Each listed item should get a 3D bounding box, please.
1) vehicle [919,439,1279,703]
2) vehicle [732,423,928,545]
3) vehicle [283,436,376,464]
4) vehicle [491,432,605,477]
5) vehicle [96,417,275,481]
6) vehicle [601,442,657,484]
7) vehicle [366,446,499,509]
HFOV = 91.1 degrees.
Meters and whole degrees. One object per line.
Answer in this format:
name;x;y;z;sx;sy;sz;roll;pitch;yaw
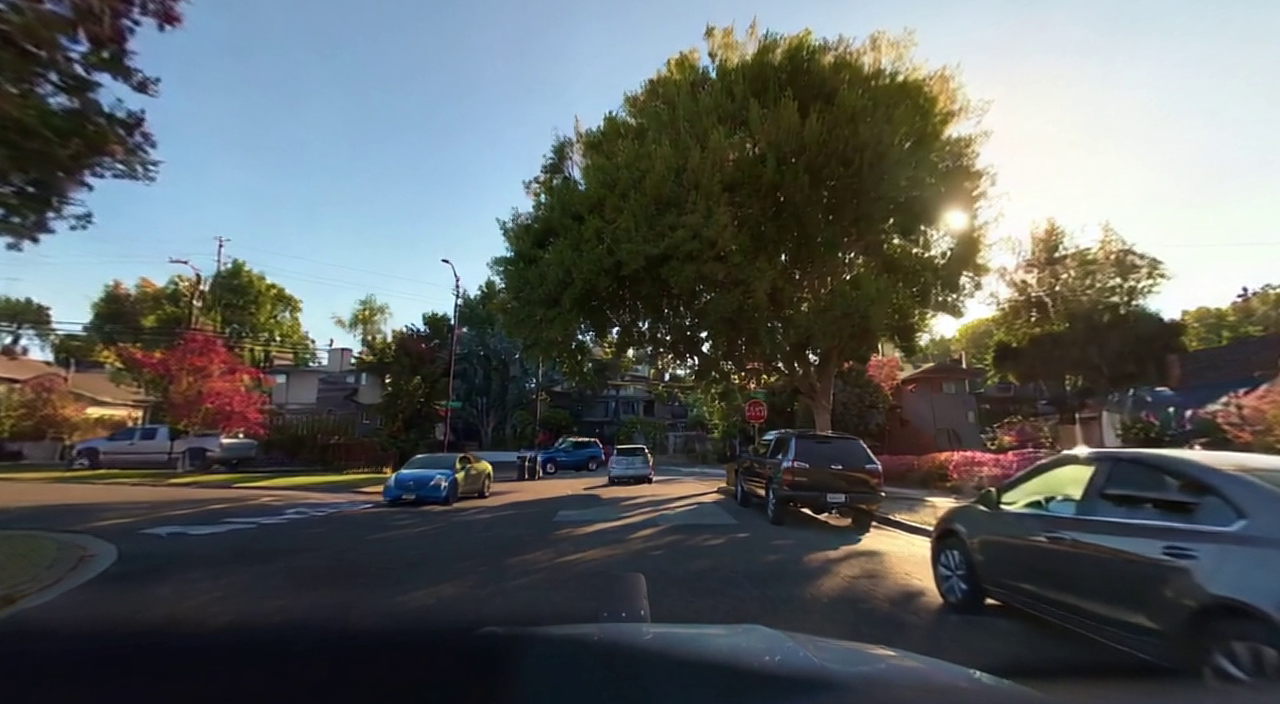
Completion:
vehicle;3.759;1.313;3.994;1.876;1.477;4.324;0;-9;-1
vehicle;3.238;2.324;11.831;2.144;1.751;4.472;2;-8;-2
vehicle;-24.132;7.621;48.960;6.027;1.893;2.282;2;-8;-1
vehicle;-5.264;5.757;35.445;6.249;2.319;2.772;-7;-11;37
vehicle;-16.274;3.547;23.035;2.320;2.030;5.730;0;-9;-1
vehicle;-0.464;4.311;24.676;2.010;1.499;4.107;0;-9;-2
vehicle;-5.378;3.296;17.058;1.999;1.441;4.628;0;-9;1
